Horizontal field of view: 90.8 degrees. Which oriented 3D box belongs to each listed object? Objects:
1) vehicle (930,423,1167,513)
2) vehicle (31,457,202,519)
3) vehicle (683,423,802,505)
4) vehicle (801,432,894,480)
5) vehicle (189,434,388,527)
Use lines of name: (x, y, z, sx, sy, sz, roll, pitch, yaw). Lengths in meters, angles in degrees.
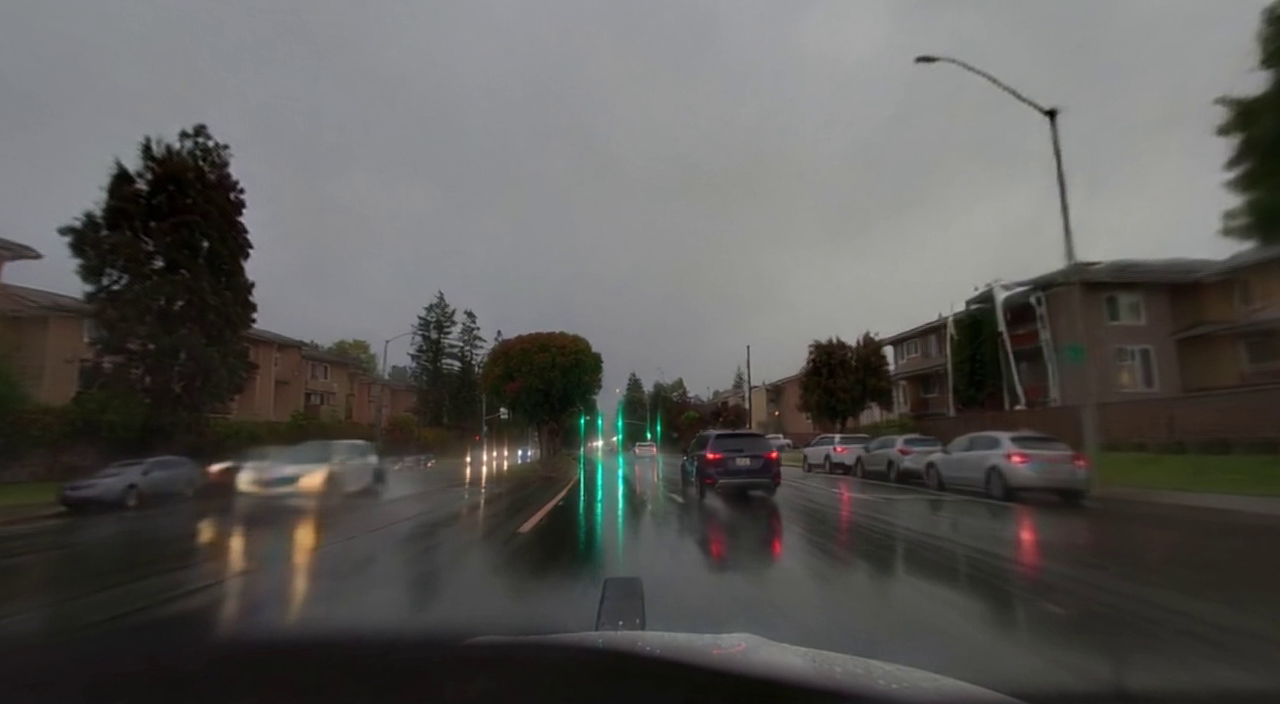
vehicle: (9.340, 2.676, 15.153, 2.186, 1.750, 4.805, 0, -8, -4)
vehicle: (-18.081, 4.666, 22.215, 2.145, 1.764, 4.653, -1, -8, -2)
vehicle: (2.429, 2.816, 16.324, 2.085, 1.763, 4.490, -1, -8, -3)
vehicle: (8.873, 4.467, 27.516, 2.052, 1.853, 4.886, 0, -8, -4)
vehicle: (-8.202, 2.994, 15.464, 2.233, 1.850, 4.801, -1, -8, -2)
